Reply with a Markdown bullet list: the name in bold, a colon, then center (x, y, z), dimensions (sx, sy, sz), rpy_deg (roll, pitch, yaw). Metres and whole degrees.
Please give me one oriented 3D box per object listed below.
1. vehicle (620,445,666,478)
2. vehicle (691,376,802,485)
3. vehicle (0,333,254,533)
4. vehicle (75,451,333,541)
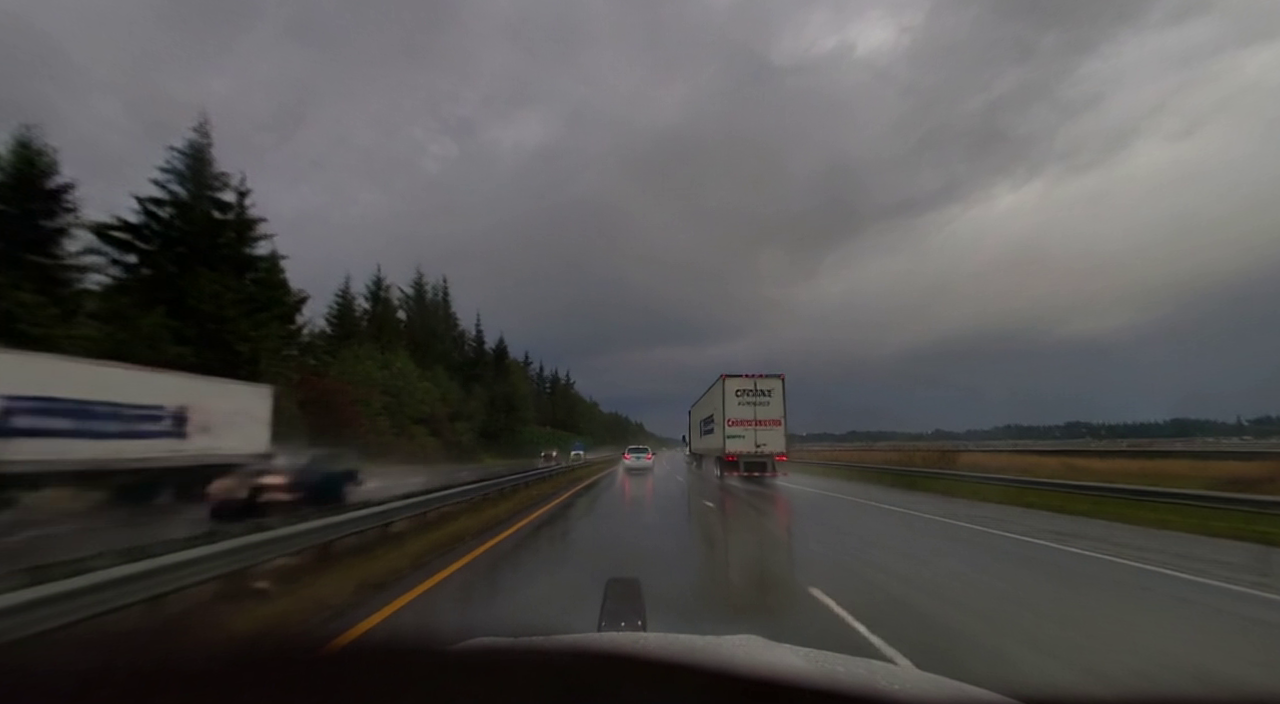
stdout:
- **vehicle**: center (0.139, 5.210, 30.204), dimensions (2.074, 1.475, 3.960), rpy_deg (0, -9, 0)
- **vehicle**: center (4.572, 4.059, 30.905), dimensions (2.909, 4.074, 14.457), rpy_deg (0, -9, 0)
- **vehicle**: center (-13.634, 1.851, 13.964), dimensions (3.135, 3.736, 10.955), rpy_deg (0, -9, 0)
- **vehicle**: center (-8.599, 2.827, 13.140), dimensions (1.975, 1.514, 4.708), rpy_deg (0, -9, 0)
